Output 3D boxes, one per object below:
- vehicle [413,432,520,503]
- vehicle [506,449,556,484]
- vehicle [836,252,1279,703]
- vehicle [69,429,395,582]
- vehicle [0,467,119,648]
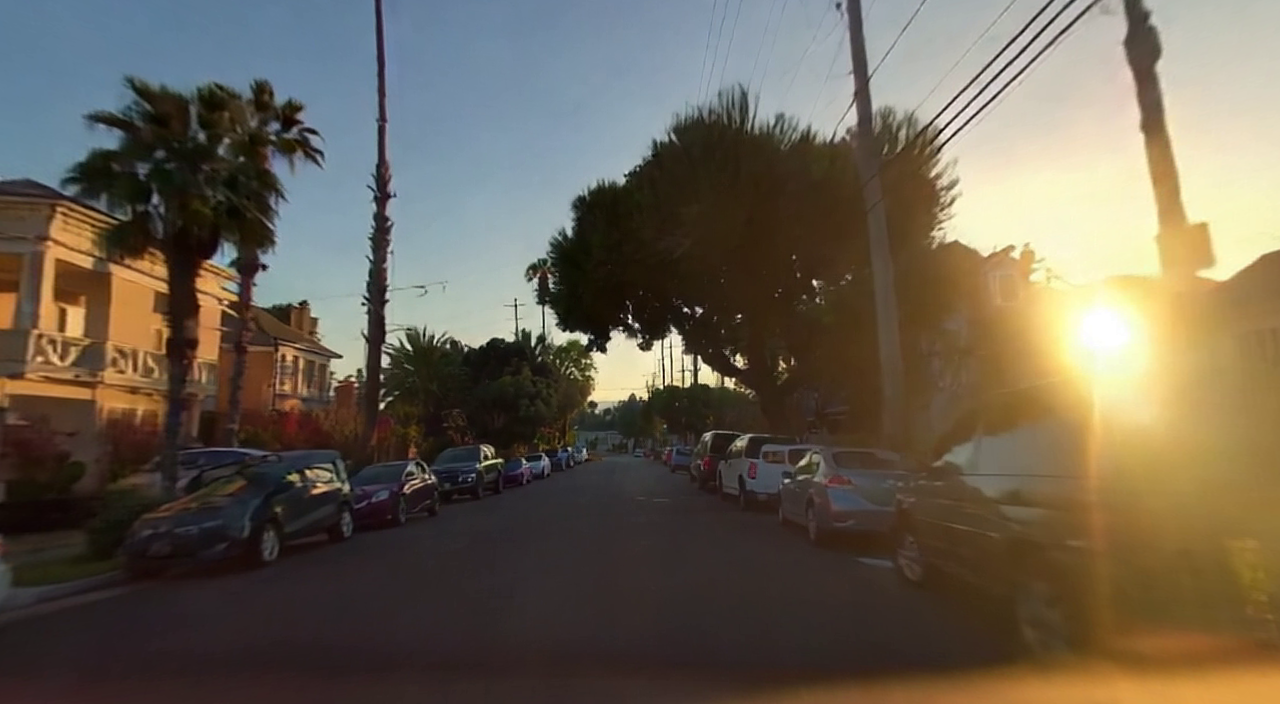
[{"bbox_3d":[-6.138,4.143,23.230,2.281,2.248,5.873,0,-8,0],"label":"vehicle"},{"bbox_3d":[-6.460,6.780,37.663,2.131,1.777,4.783,-3,-8,-1],"label":"vehicle"},{"bbox_3d":[3.091,0.968,3.938,2.182,1.964,4.796,0,-8,0],"label":"vehicle"},{"bbox_3d":[-6.226,2.335,10.632,2.349,1.952,4.848,0,-8,-2],"label":"vehicle"},{"bbox_3d":[-6.262,1.566,4.067,1.874,1.449,4.622,0,-8,-1],"label":"vehicle"}]
